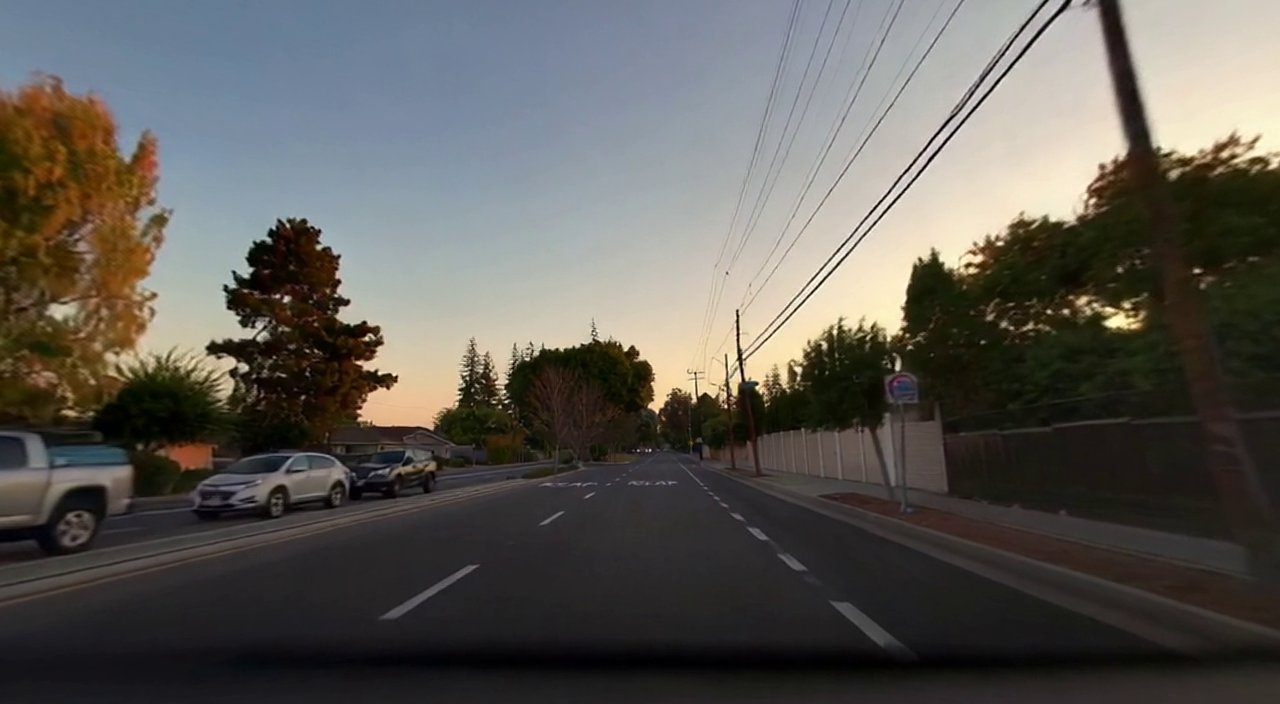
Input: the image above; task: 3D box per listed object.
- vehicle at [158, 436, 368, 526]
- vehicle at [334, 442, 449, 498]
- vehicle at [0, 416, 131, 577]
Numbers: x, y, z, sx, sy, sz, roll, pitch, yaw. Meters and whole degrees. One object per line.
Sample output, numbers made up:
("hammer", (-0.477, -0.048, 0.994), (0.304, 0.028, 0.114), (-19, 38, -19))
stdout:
("vehicle", (-8.788, 3.015, 15.415), (2.075, 1.733, 4.947), (-3, -9, 1))
("vehicle", (-8.686, 4.143, 22.599), (2.084, 1.741, 4.737), (-2, -9, 2))
("vehicle", (-8.515, 1.568, 6.579), (2.293, 1.839, 4.793), (0, -8, 1))
